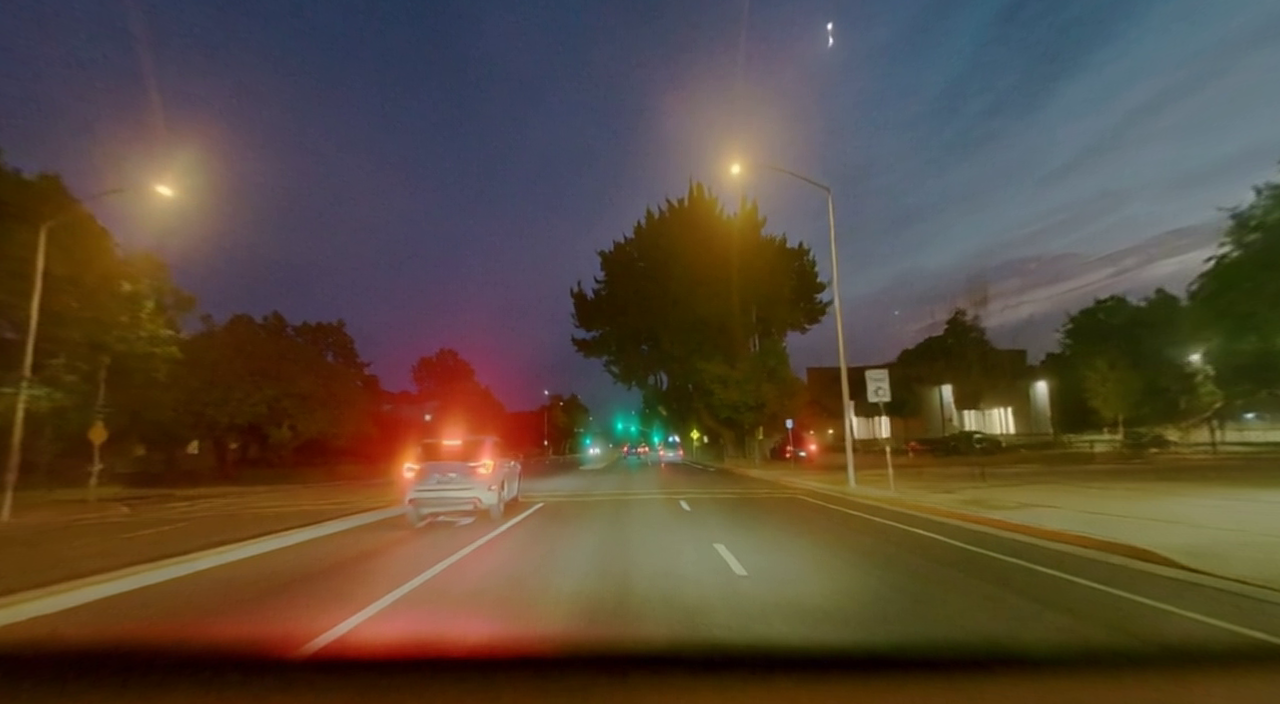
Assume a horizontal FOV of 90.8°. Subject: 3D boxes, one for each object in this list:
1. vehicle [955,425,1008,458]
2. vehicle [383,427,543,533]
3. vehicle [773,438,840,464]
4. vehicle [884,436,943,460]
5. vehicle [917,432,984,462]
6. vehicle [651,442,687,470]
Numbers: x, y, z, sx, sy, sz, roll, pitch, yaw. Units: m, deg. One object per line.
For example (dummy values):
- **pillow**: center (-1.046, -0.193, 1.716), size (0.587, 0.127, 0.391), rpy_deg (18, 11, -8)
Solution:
- **vehicle**: center (23.138, 6.048, 42.704), size (2.117, 1.987, 4.418), rpy_deg (-10, -12, 39)
- **vehicle**: center (-3.266, 2.444, 12.834), size (2.205, 1.706, 4.904), rpy_deg (1, -8, -5)
- **vehicle**: center (10.471, 6.248, 39.970), size (1.903, 1.569, 3.751), rpy_deg (6, -10, -34)
- **vehicle**: center (18.164, 6.359, 41.837), size (2.106, 1.460, 4.389), rpy_deg (-8, -11, 43)
- **vehicle**: center (18.747, 5.698, 38.033), size (2.150, 1.659, 4.678), rpy_deg (-8, -12, 44)
- **vehicle**: center (1.728, 6.418, 39.248), size (2.003, 1.614, 4.072), rpy_deg (0, -8, -1)
